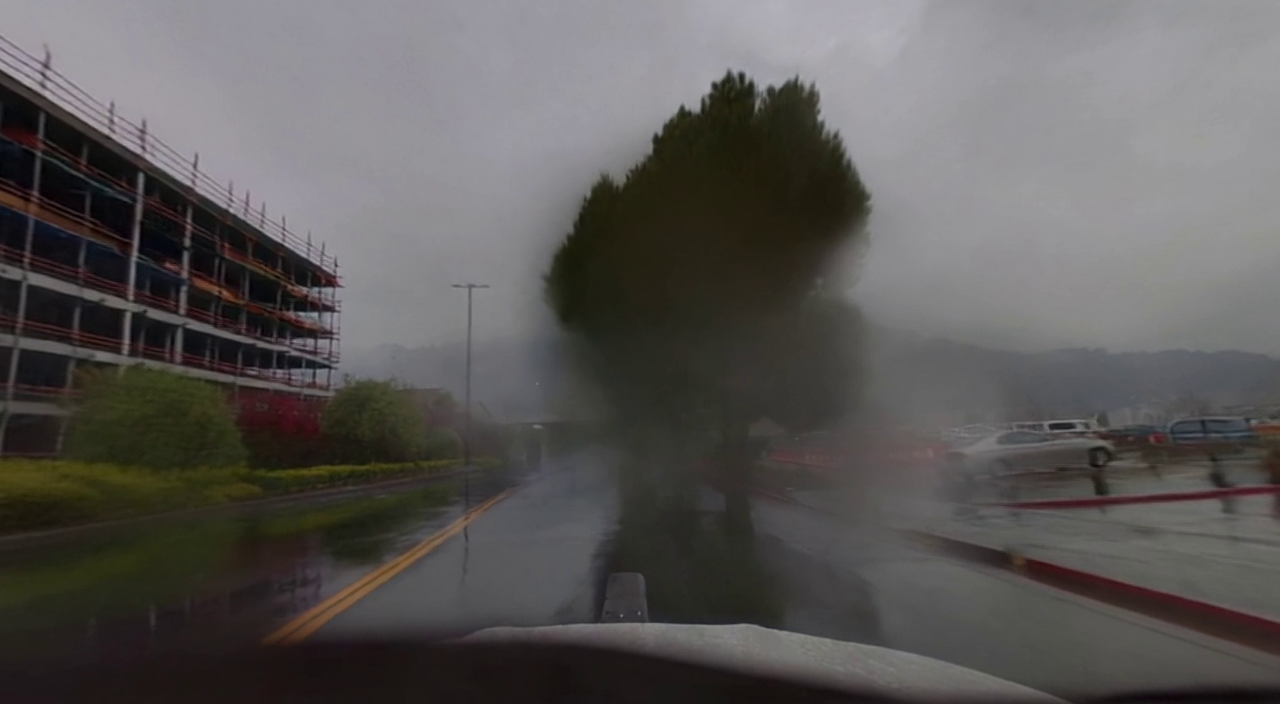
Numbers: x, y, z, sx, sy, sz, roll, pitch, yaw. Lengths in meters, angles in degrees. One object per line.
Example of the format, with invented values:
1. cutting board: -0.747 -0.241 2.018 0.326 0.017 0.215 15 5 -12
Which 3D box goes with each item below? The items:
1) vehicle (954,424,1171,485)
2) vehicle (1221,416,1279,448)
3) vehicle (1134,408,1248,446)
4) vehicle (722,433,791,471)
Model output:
1. vehicle: 11.014 2.708 16.682 4.392 1.478 1.932 1 -9 -4
2. vehicle: 32.683 4.094 32.469 1.827 1.478 3.773 0 -5 -7
3. vehicle: 29.815 4.141 34.372 1.923 1.823 4.343 -1 -9 -6
4. vehicle: 6.285 5.487 34.936 2.267 1.911 5.816 1 -8 -4
